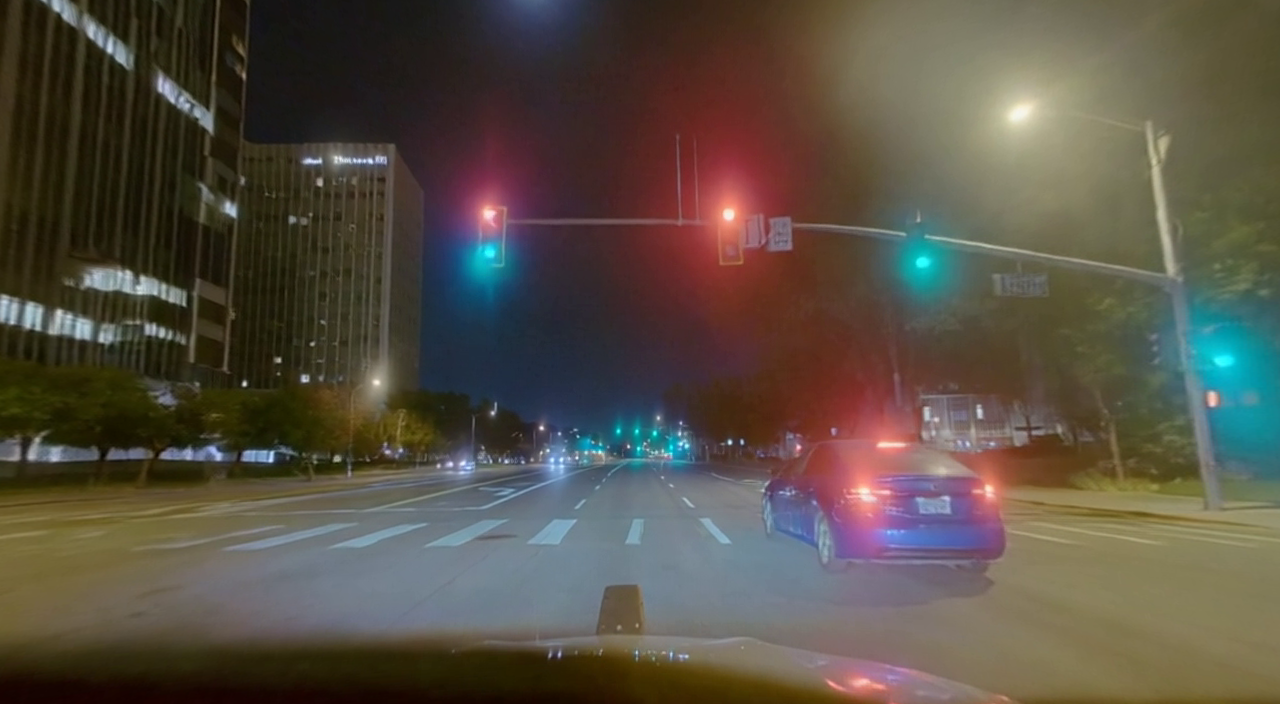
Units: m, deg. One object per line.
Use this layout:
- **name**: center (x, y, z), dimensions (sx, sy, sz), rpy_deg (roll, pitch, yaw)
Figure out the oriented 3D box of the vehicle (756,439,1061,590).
- **vehicle**: center (3.084, 1.948, 8.592), dimensions (2.015, 1.455, 4.615), rpy_deg (0, -9, -1)
